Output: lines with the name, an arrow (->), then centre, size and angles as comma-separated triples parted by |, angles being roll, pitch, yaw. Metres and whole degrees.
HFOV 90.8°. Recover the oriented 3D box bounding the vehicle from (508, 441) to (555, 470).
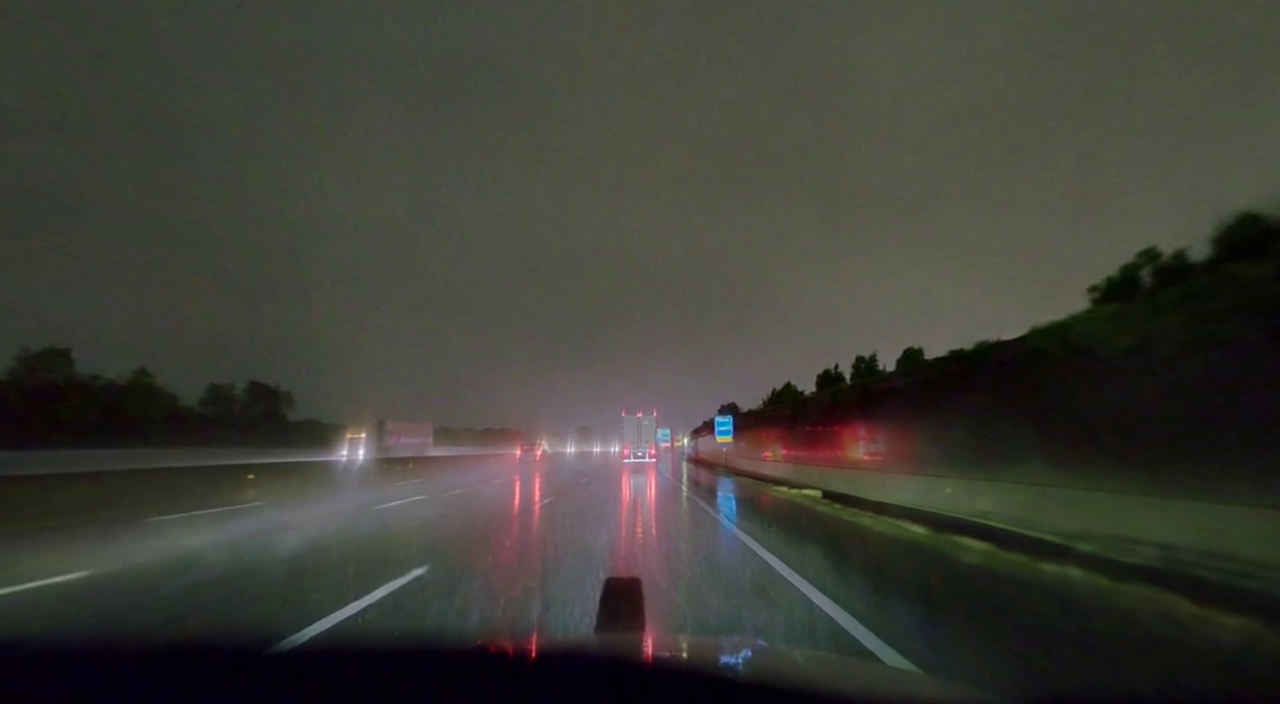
vehicle -> -6.736, 6.506, 39.704 | 2.067, 1.676, 4.789 | 0, -9, 1
